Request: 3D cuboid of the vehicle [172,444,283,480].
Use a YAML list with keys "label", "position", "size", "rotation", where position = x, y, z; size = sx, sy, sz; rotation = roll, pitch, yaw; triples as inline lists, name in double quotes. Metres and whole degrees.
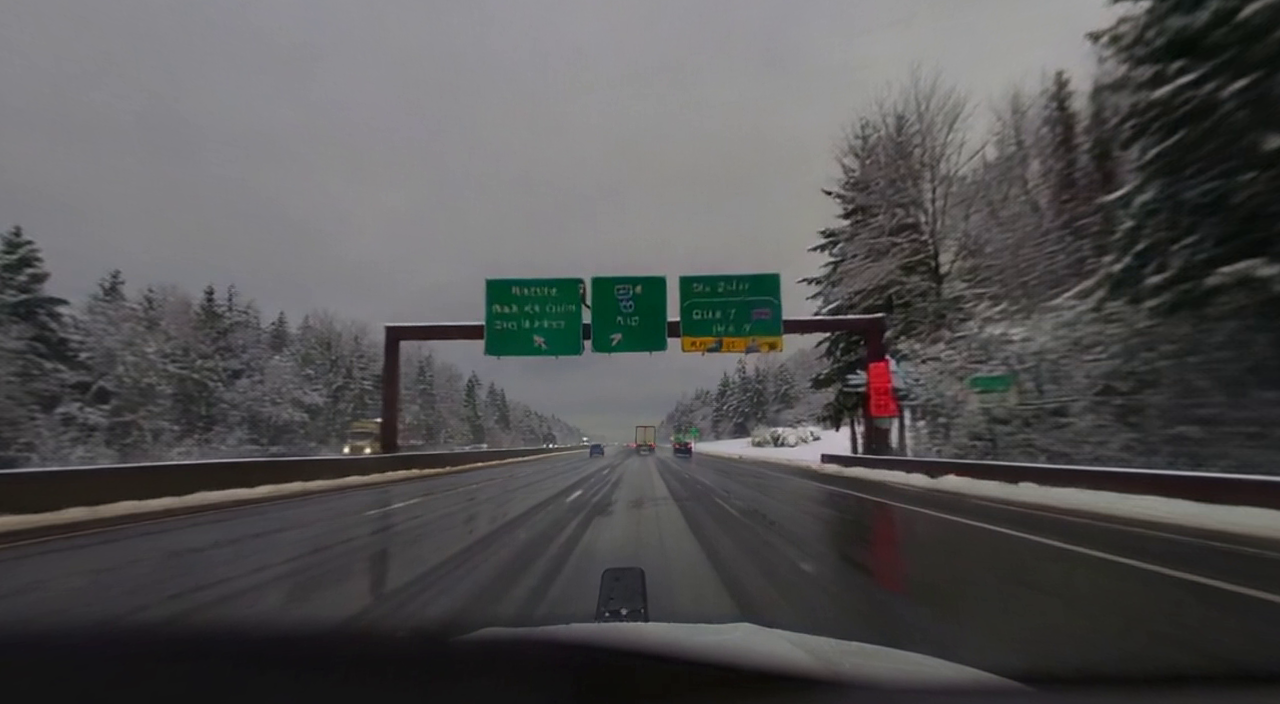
- label: "vehicle"
  position: [-19.547, 5.197, 30.147]
  size: [2.023, 1.591, 4.712]
  rotation: [0, -8, 1]
